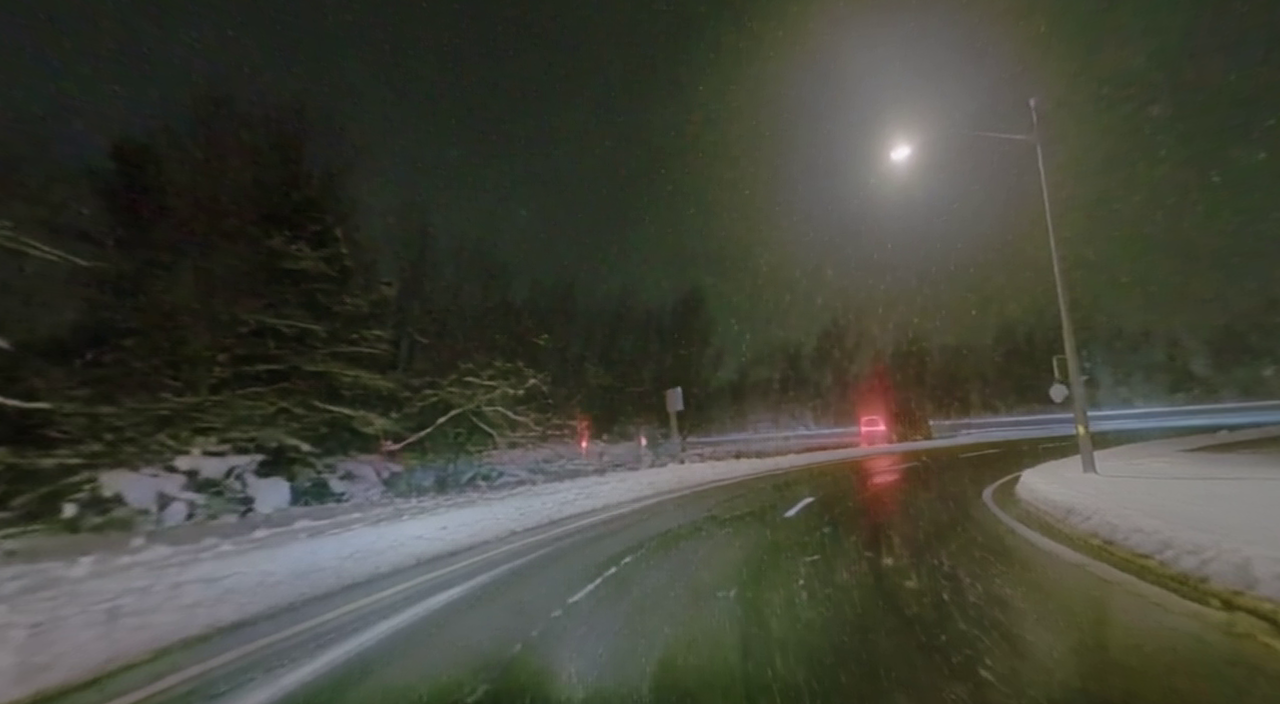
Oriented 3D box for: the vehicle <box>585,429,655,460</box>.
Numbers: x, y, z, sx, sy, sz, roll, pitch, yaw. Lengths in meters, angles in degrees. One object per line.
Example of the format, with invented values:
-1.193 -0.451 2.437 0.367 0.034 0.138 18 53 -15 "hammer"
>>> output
-1.307 5.859 39.893 3.990 1.549 1.971 -1 -13 -13 "vehicle"
